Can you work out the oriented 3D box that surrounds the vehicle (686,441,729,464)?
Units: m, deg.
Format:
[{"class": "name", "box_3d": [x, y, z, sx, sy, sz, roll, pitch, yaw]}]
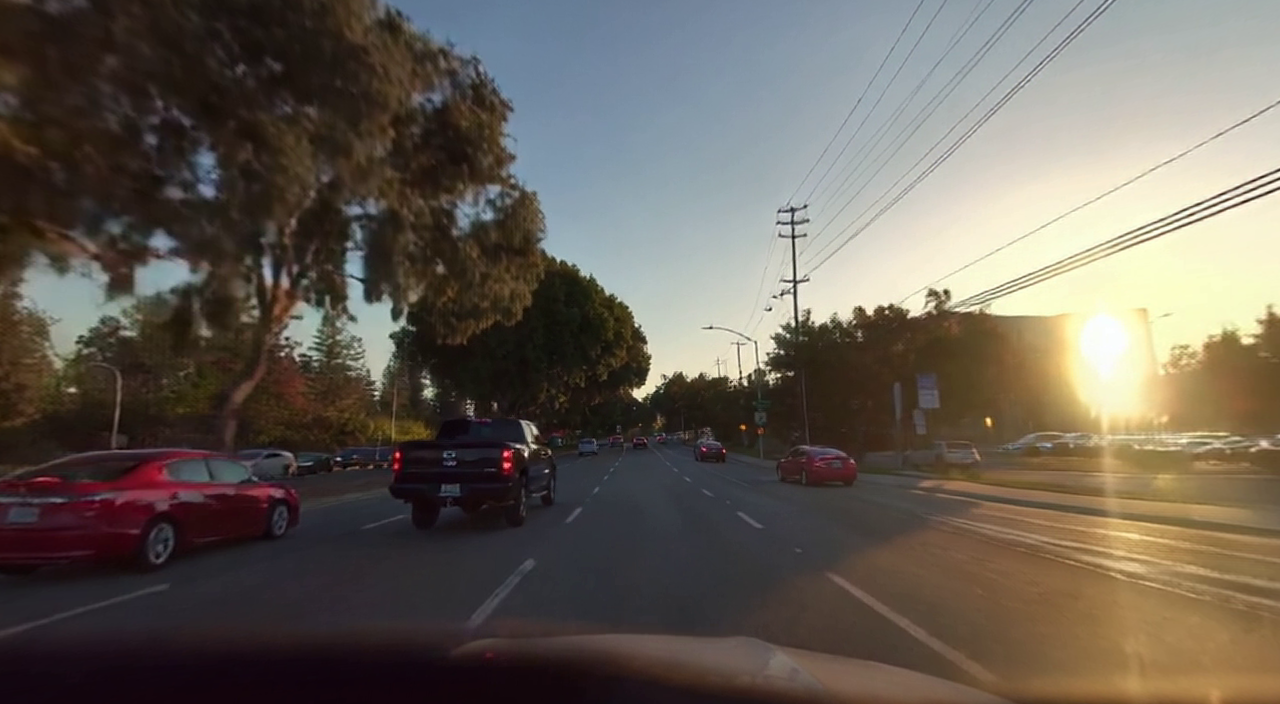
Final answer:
[{"class": "vehicle", "box_3d": [4.320, 6.474, 40.811, 2.071, 1.435, 4.226, 0, -8, -3]}]

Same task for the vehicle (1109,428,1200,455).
[{"class": "vehicle", "box_3d": [34.846, 6.072, 42.807, 4.595, 1.701, 2.257, 2, -9, -12]}]

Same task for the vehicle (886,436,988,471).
[{"class": "vehicle", "box_3d": [17.412, 5.988, 37.502, 2.267, 1.925, 5.964, 1, -9, -11]}]

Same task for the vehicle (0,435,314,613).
[{"class": "vehicle", "box_3d": [-6.342, 1.824, 7.804, 2.035, 1.497, 4.723, 0, -8, 1]}]

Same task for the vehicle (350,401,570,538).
[{"class": "vehicle", "box_3d": [-2.974, 2.173, 12.347, 2.467, 1.991, 6.089, 0, -8, 0]}]

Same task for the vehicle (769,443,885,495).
[{"class": "vehicle", "box_3d": [5.753, 3.635, 20.122, 1.840, 1.428, 4.602, 1, -9, -6]}]

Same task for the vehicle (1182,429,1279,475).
[{"class": "vehicle", "box_3d": [23.245, 3.698, 23.399, 1.860, 1.597, 4.261, 4, -9, -25]}]
